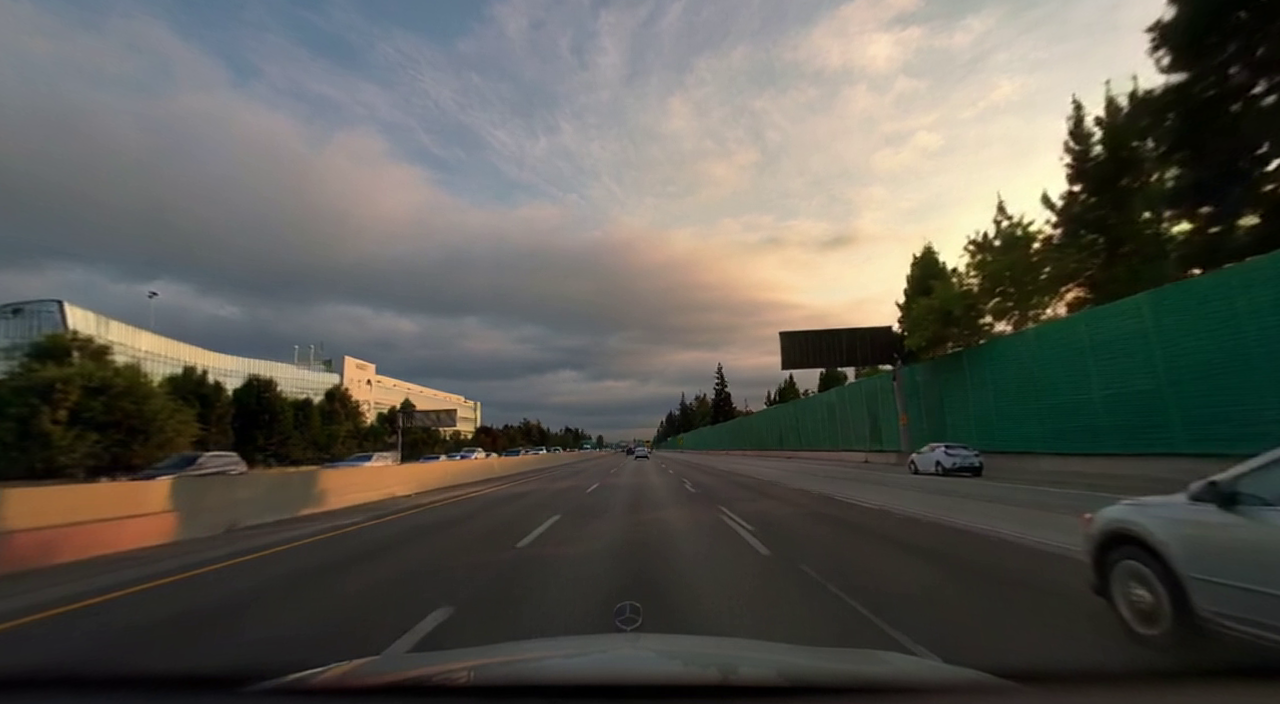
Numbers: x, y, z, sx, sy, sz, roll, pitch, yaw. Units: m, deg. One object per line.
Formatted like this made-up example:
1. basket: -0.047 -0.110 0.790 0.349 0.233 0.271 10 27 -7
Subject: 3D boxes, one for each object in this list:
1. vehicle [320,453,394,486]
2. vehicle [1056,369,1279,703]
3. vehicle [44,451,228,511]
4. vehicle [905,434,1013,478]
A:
1. vehicle: -15.595 6.472 35.009 1.972 1.614 4.406 -1 -9 1
2. vehicle: 3.764 0.782 2.071 1.930 1.628 4.099 0 -9 0
3. vehicle: -15.699 4.003 20.075 1.896 1.625 4.723 -1 -9 1
4. vehicle: 12.674 4.172 25.349 2.163 1.596 3.997 0 -9 -1
